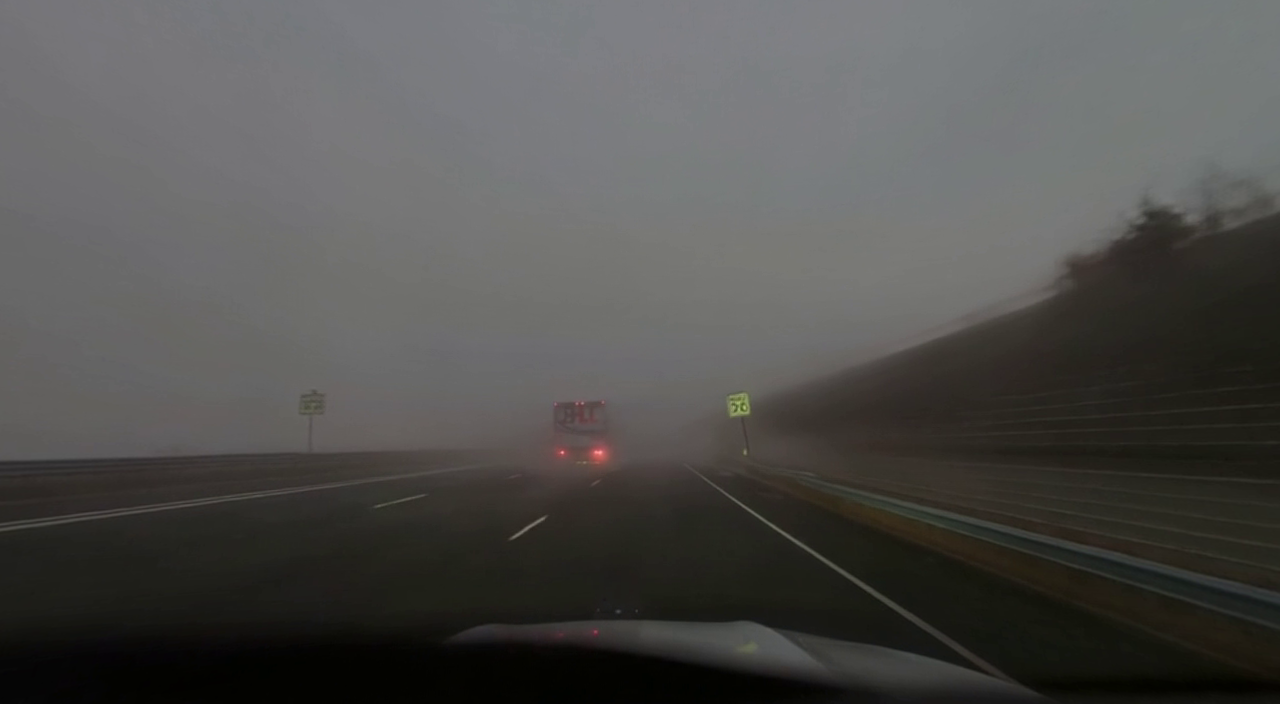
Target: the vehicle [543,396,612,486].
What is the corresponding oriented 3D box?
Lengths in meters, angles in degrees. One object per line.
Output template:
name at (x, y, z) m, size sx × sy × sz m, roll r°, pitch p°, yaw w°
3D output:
vehicle at (-3.107, 4.734, 33.864) m, size 2.796 × 4.184 × 8.554 m, roll 1°, pitch -8°, yaw 0°
